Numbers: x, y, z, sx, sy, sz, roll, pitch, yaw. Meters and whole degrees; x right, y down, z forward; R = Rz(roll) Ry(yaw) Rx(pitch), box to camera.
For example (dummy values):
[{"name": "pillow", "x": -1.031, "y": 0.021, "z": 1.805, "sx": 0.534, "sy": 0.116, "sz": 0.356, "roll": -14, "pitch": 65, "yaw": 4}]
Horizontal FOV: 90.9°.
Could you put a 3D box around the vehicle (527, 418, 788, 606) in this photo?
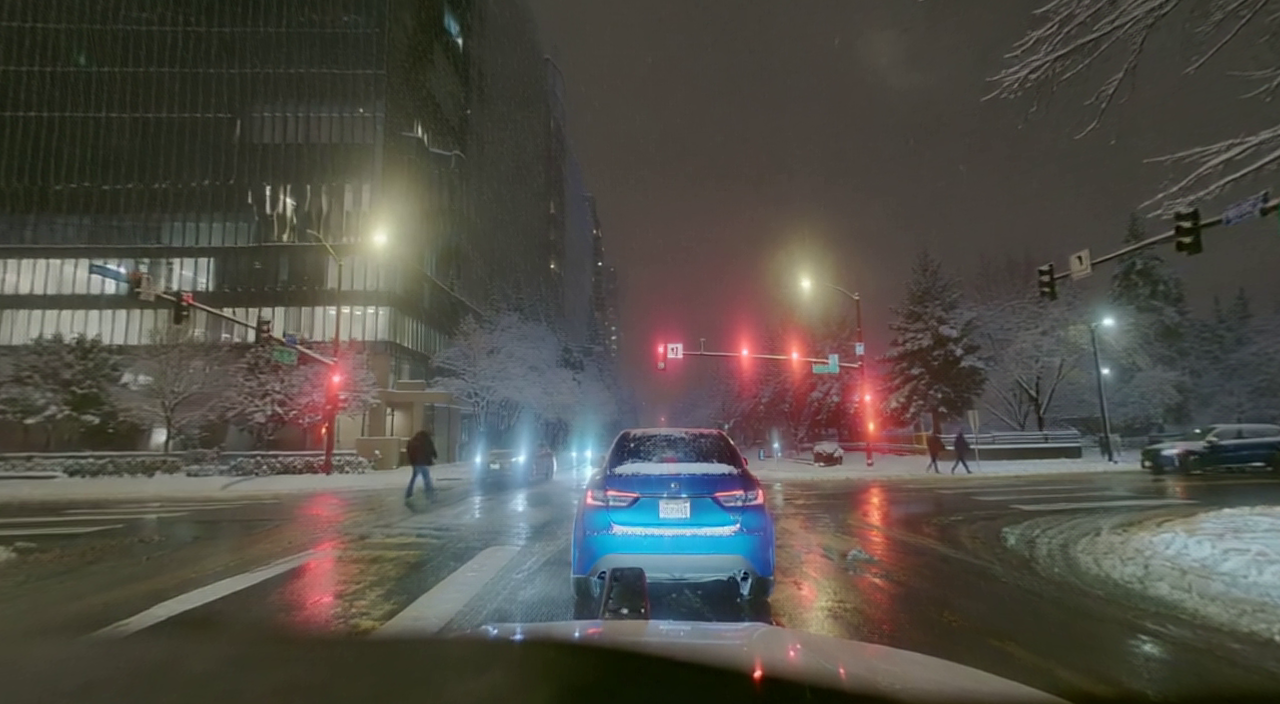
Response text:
[{"name": "vehicle", "x": -0.148, "y": 1.646, "z": 7.478, "sx": 1.893, "sy": 1.532, "sz": 4.145, "roll": 2, "pitch": -9, "yaw": -16}]

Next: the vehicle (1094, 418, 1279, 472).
[{"name": "vehicle", "x": 19.124, "y": 3.268, "z": 22.219, "sx": 4.675, "sy": 1.772, "sz": 1.945, "roll": 0, "pitch": -8, "yaw": -1}]

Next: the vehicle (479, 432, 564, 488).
[{"name": "vehicle", "x": -4.082, "y": 3.816, "z": 22.574, "sx": 2.006, "sy": 1.756, "sz": 4.599, "roll": 0, "pitch": -8, "yaw": 2}]
